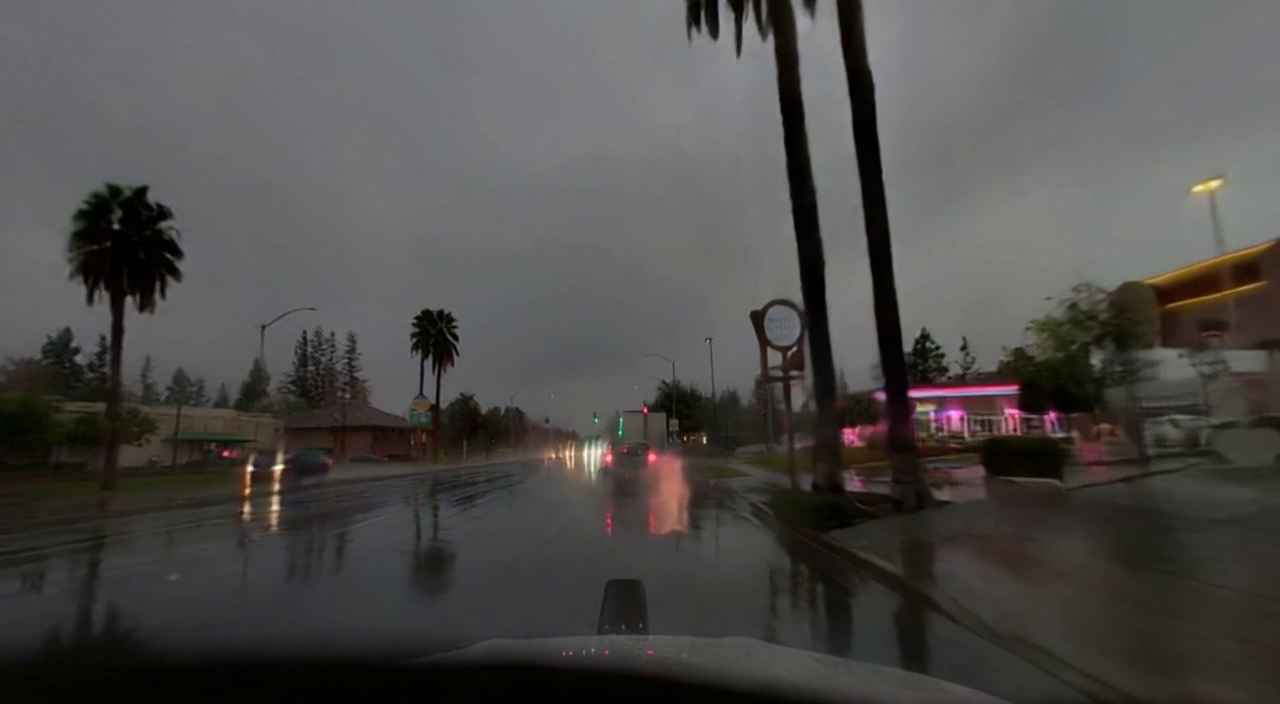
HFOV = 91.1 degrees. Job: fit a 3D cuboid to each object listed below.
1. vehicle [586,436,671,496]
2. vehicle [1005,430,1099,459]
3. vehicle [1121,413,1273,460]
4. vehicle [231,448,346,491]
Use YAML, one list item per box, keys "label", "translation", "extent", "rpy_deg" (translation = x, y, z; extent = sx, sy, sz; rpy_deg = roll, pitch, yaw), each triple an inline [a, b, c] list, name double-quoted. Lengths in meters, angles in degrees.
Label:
- label: "vehicle"
  translation: [-0.265, 3.213, 18.101]
  extent: [2.145, 1.483, 4.453]
  rpy_deg: [0, -8, 1]
- label: "vehicle"
  translation: [22.511, 5.130, 34.539]
  extent: [1.876, 1.482, 4.633]
  rpy_deg: [0, -10, -2]
- label: "vehicle"
  translation: [22.116, 3.427, 25.228]
  extent: [1.853, 1.698, 4.468]
  rpy_deg: [0, -9, -2]
- label: "vehicle"
  translation: [-13.379, 4.458, 24.245]
  extent: [1.923, 1.490, 4.372]
  rpy_deg: [0, -8, 0]
